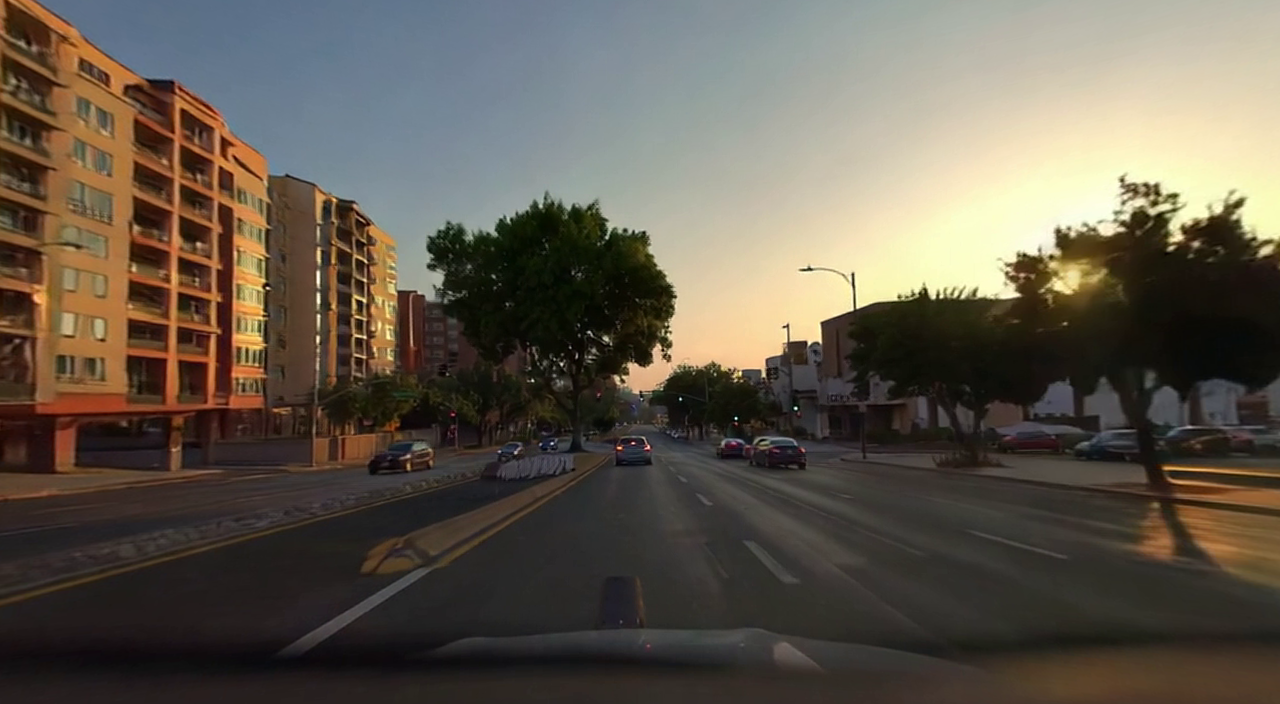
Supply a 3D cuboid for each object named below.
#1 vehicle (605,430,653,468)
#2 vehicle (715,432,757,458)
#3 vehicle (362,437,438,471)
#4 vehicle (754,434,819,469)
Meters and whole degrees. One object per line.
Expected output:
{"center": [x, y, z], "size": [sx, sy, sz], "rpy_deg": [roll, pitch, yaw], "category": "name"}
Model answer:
{"center": [-0.479, 4.431, 28.915], "size": [2.032, 1.593, 3.896], "rpy_deg": [0, -9, 0], "category": "vehicle"}
{"center": [6.273, 6.152, 41.719], "size": [1.963, 1.611, 4.359], "rpy_deg": [0, -9, -1], "category": "vehicle"}
{"center": [-12.848, 5.478, 34.123], "size": [1.858, 1.686, 4.330], "rpy_deg": [-2, -9, 10], "category": "vehicle"}
{"center": [6.296, 4.353, 27.674], "size": [1.768, 1.417, 4.213], "rpy_deg": [0, -9, -1], "category": "vehicle"}
